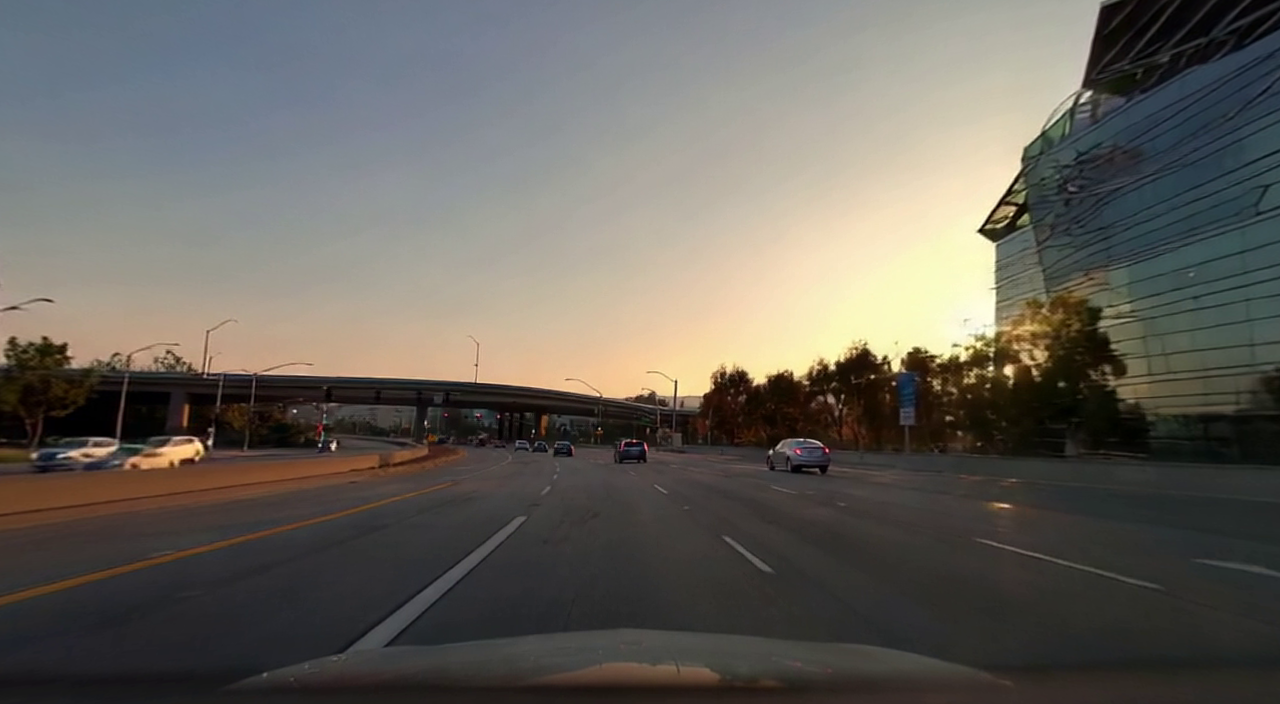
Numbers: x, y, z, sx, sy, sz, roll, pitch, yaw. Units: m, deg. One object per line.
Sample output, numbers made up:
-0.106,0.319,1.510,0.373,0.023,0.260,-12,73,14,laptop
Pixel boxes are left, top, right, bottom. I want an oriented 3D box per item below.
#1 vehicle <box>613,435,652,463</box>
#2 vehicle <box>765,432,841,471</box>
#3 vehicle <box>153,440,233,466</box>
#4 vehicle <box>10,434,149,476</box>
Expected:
-0.547,6.406,41.794,2.024,1.724,3.928,1,-9,-10,vehicle
7.886,4.886,31.174,2.130,1.741,4.665,1,-8,-5,vehicle
-26.918,6.058,38.227,1.882,1.453,4.577,1,-8,-6,vehicle
-22.142,4.070,25.236,1.910,1.510,4.324,1,-8,-6,vehicle
